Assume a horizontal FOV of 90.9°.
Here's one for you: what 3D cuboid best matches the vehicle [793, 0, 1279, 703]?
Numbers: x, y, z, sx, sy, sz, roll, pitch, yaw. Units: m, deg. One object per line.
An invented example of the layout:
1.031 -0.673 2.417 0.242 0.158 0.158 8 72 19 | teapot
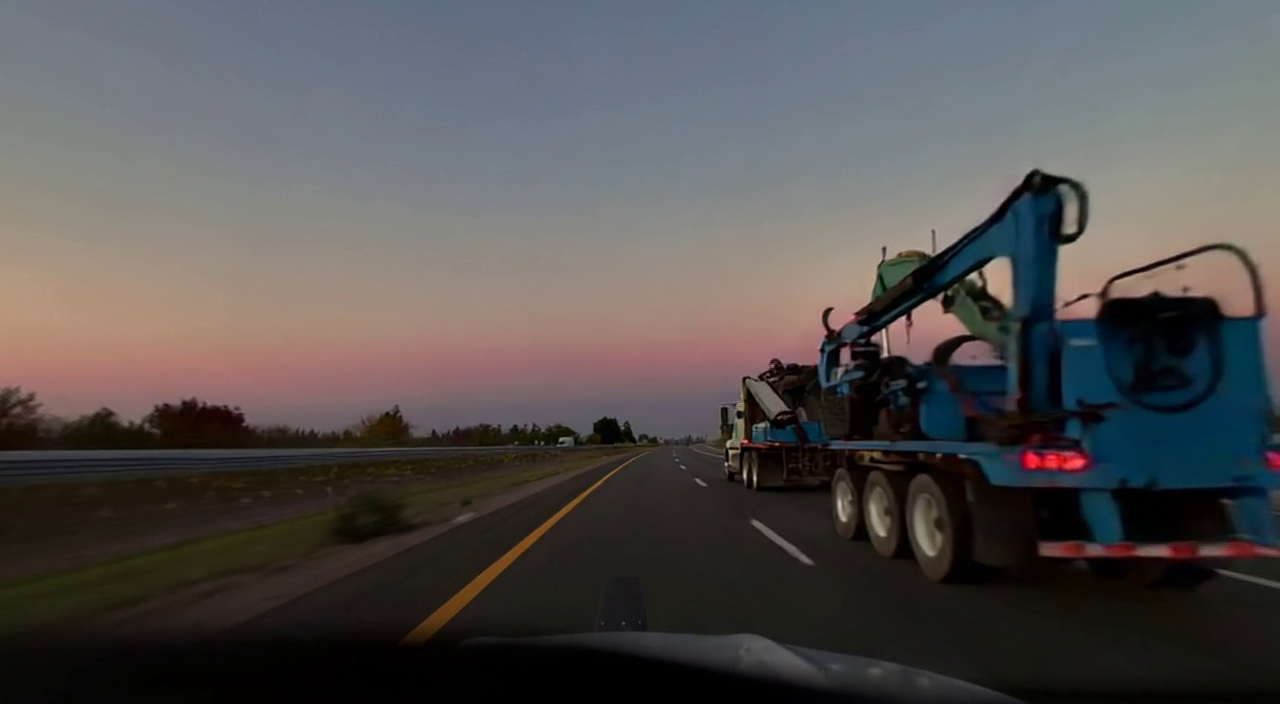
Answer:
3.944 0.089 6.170 3.279 3.956 6.541 0 -8 1 | vehicle
